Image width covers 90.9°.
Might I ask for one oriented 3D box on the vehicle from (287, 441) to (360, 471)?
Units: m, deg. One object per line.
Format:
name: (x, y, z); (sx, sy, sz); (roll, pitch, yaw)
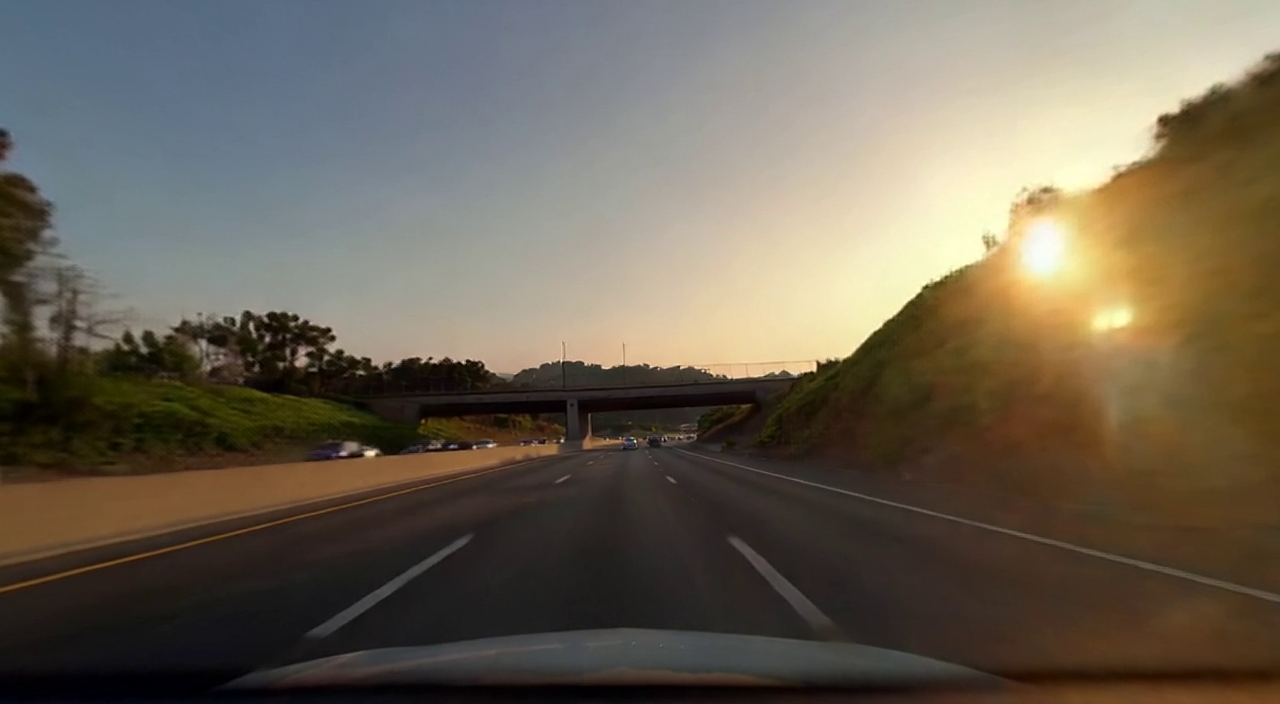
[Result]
vehicle: (-16.864, 5.550, 33.814); (1.818, 1.468, 4.144); (0, -8, -1)
